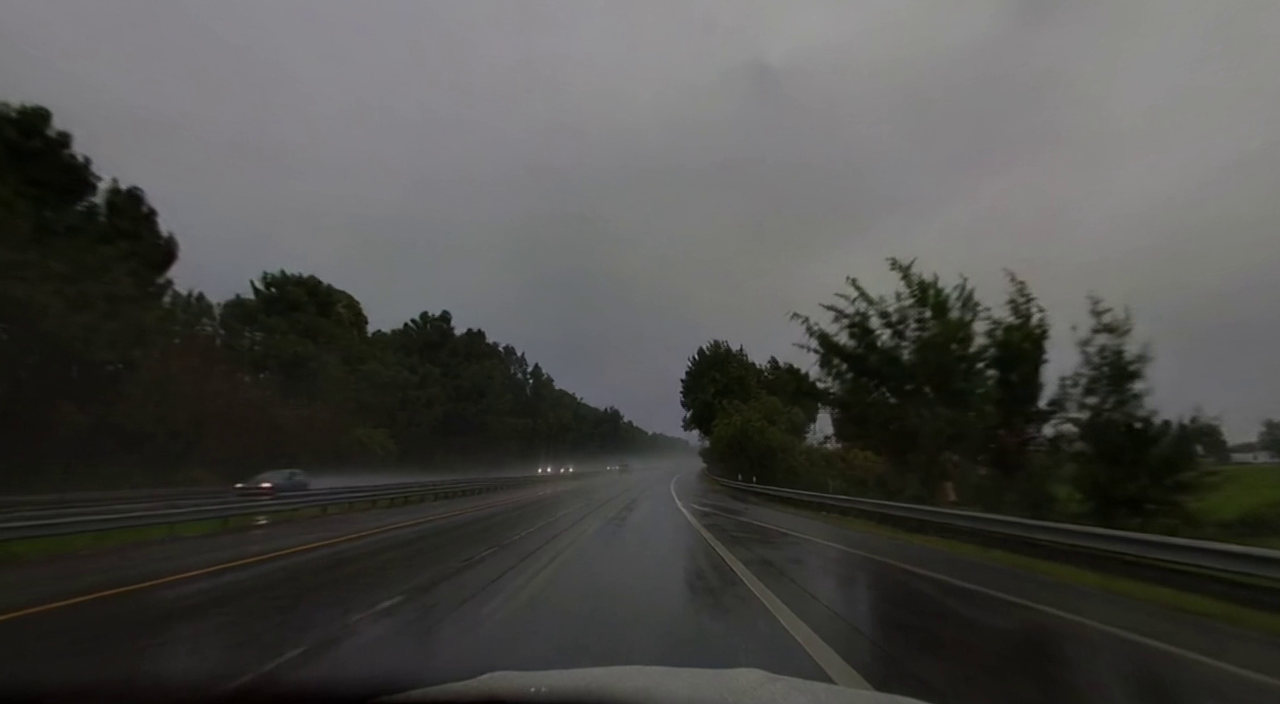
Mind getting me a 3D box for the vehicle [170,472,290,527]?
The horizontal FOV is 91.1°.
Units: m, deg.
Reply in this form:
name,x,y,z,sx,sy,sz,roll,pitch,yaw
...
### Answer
name,x,y,z,sx,sy,sz,roll,pitch,yaw
vehicle,-16.217,5.824,25.127,1.986,1.636,4.048,-3,-7,2
